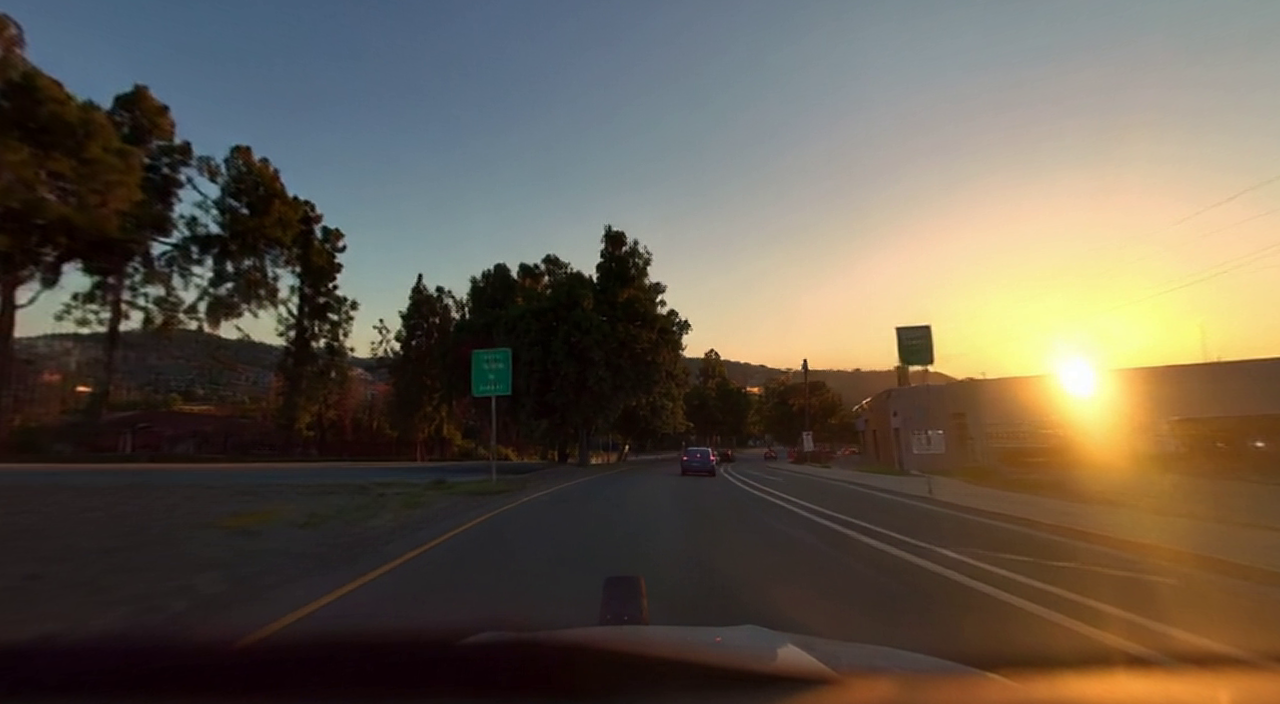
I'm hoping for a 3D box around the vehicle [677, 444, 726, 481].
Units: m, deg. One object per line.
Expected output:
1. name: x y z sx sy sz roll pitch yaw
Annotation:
1. vehicle: 2.627 4.804 27.836 1.956 1.473 4.640 -1 -8 3
